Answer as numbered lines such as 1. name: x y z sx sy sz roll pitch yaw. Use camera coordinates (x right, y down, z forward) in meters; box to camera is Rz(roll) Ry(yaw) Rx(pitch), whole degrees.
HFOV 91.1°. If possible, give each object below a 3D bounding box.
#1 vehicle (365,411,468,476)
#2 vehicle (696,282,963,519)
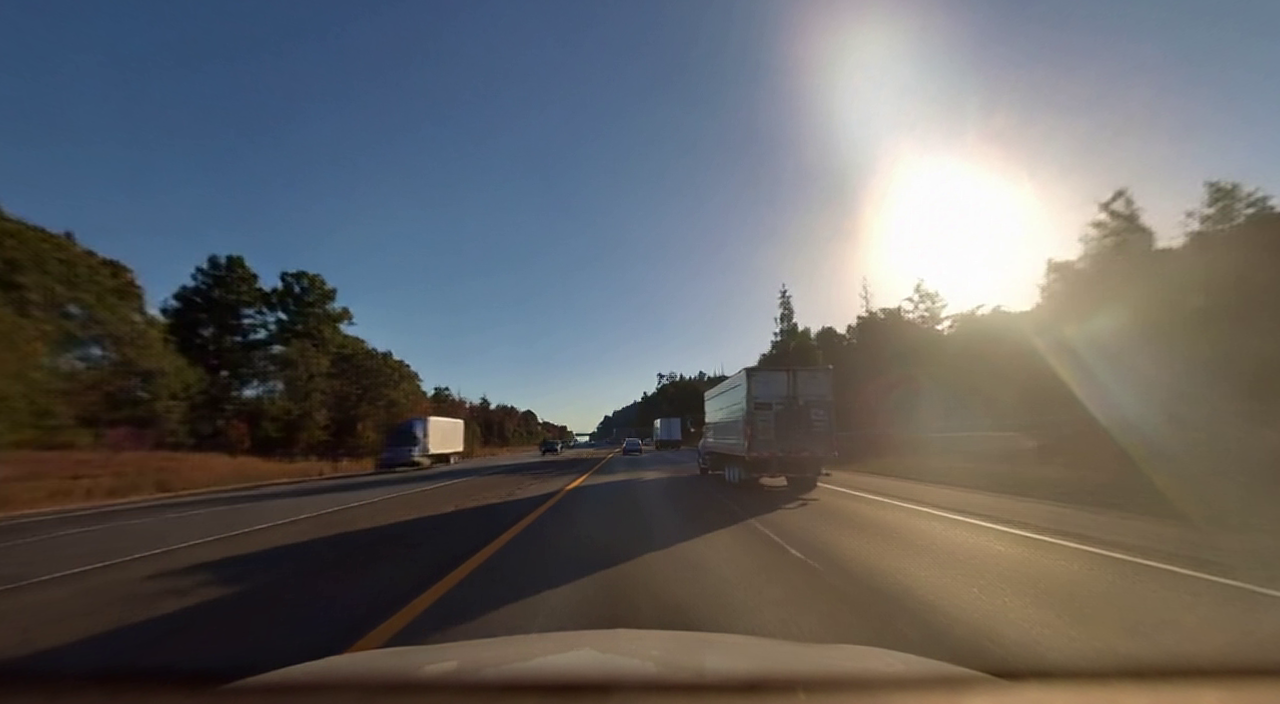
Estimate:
1. vehicle: -12.586 5.251 36.333 2.977 3.133 8.363 -3 -8 0
2. vehicle: 3.773 1.691 17.539 2.919 4.004 13.911 0 -8 -1
